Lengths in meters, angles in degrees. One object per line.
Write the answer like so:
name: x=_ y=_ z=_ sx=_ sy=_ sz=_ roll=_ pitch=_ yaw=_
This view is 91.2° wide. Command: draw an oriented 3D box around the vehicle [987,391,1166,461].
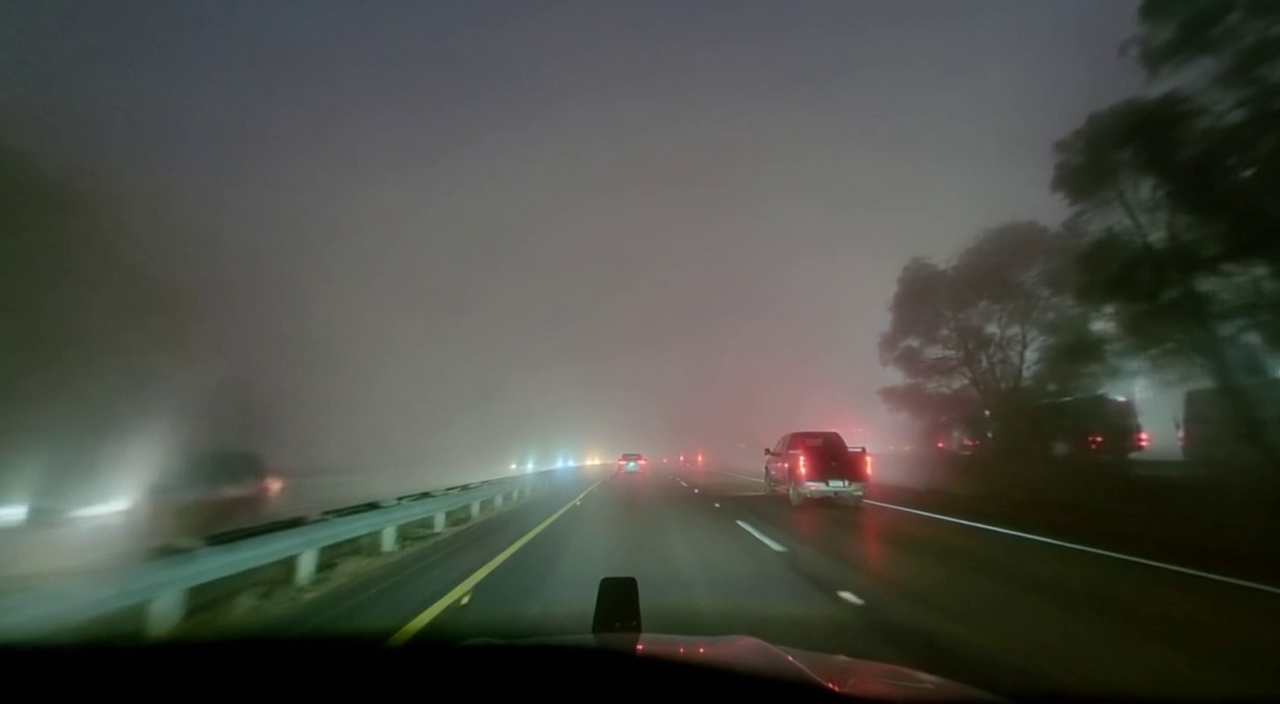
vehicle: x=28.571 y=5.291 z=42.466 sx=2.909 sy=3.998 sz=13.523 roll=-1 pitch=-9 yaw=3

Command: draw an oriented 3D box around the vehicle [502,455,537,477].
vehicle: x=-9.475 y=8.942 z=49.488 sx=1.877 sy=1.597 sz=4.092 roll=-1 pitch=-9 yaw=2

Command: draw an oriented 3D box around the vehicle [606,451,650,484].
vehicle: x=-0.548 y=5.563 z=30.553 sx=2.029 sy=1.483 sz=3.769 roll=0 pitch=-9 yaw=0

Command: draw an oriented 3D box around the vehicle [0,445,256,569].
vehicle: x=-9.440 y=2.605 z=11.388 sx=1.992 sy=1.759 sz=4.557 roll=0 pitch=-9 yaw=0

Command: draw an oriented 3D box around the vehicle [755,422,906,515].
vehicle: x=4.526 y=2.869 z=15.860 sx=2.261 sy=1.952 sz=4.784 roll=0 pitch=-9 yaw=0
